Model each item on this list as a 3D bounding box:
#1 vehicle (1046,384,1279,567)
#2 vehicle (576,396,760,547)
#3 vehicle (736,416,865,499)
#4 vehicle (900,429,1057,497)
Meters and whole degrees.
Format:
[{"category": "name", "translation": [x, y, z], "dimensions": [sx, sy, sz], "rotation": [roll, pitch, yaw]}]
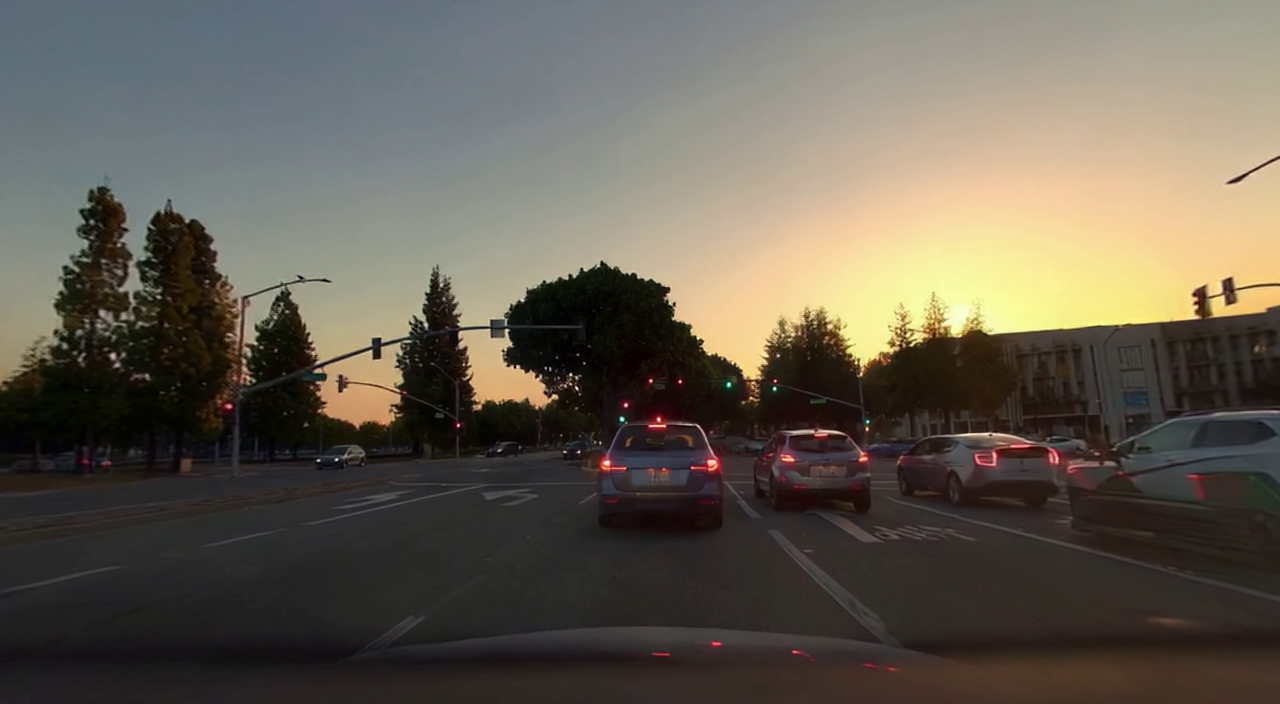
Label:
[{"category": "vehicle", "translation": [7.395, 1.420, 7.606], "dimensions": [2.074, 1.791, 4.393], "rotation": [0, -9, 1]}, {"category": "vehicle", "translation": [0.311, 1.751, 9.763], "dimensions": [2.211, 1.795, 4.179], "rotation": [0, -9, -1]}, {"category": "vehicle", "translation": [3.837, 2.650, 16.075], "dimensions": [2.188, 1.774, 4.646], "rotation": [-1, -9, 2]}, {"category": "vehicle", "translation": [8.374, 2.787, 16.156], "dimensions": [1.862, 1.471, 4.297], "rotation": [-1, -9, 4]}]
